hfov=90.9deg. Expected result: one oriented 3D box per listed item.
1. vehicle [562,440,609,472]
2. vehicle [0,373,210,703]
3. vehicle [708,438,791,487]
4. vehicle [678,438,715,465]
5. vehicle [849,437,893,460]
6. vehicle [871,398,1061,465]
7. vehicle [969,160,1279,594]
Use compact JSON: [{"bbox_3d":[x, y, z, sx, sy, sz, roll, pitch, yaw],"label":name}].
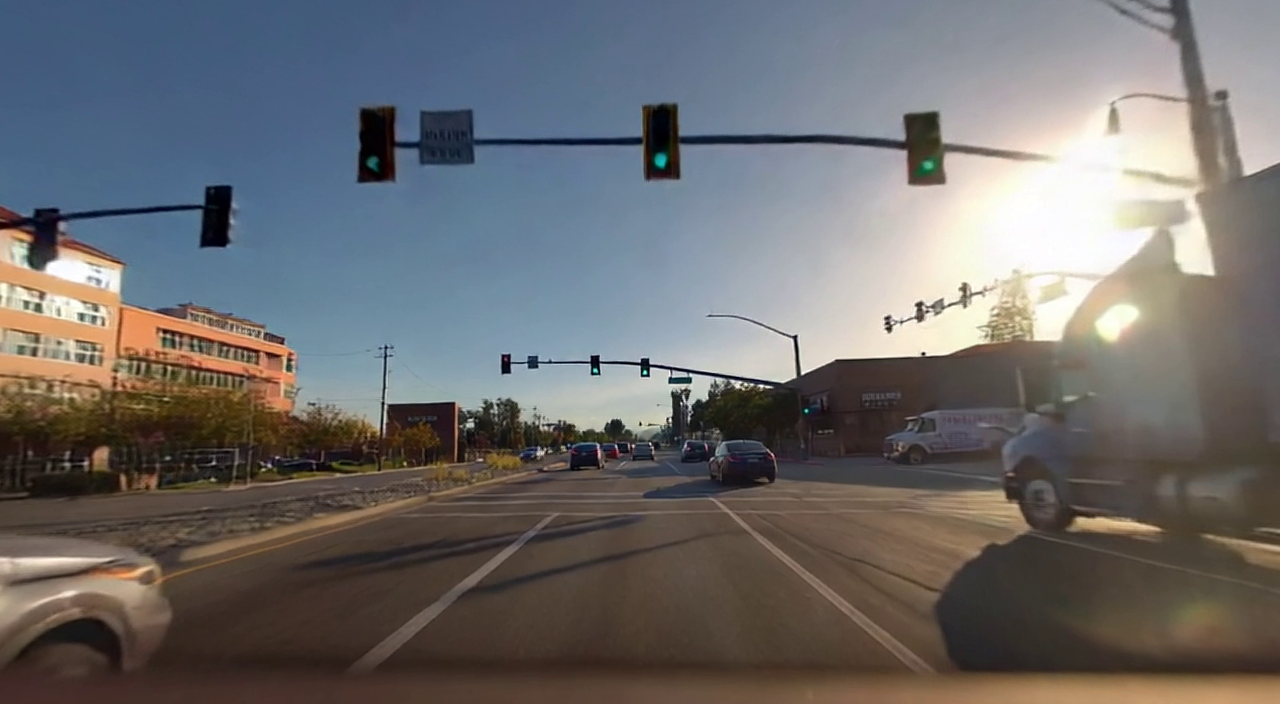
[{"bbox_3d":[-2.759,5.336,32.647,2.003,1.509,4.396,0,-8,1],"label":"vehicle"},{"bbox_3d":[-3.187,0.638,0.688,2.024,1.529,4.741,0,-8,1],"label":"vehicle"},{"bbox_3d":[3.563,3.672,21.280,1.972,1.452,4.189,0,-8,-1],"label":"vehicle"},{"bbox_3d":[3.683,6.580,41.965,2.050,1.683,3.990,0,-8,0],"label":"vehicle"},{"bbox_3d":[14.446,5.998,39.227,1.920,1.346,4.247,-5,-9,27],"label":"vehicle"},{"bbox_3d":[16.831,4.235,33.136,8.201,3.281,2.759,-1,-8,7],"label":"vehicle"},{"bbox_3d":[7.129,0.309,6.096,3.159,3.716,8.959,0,-8,1],"label":"vehicle"}]
